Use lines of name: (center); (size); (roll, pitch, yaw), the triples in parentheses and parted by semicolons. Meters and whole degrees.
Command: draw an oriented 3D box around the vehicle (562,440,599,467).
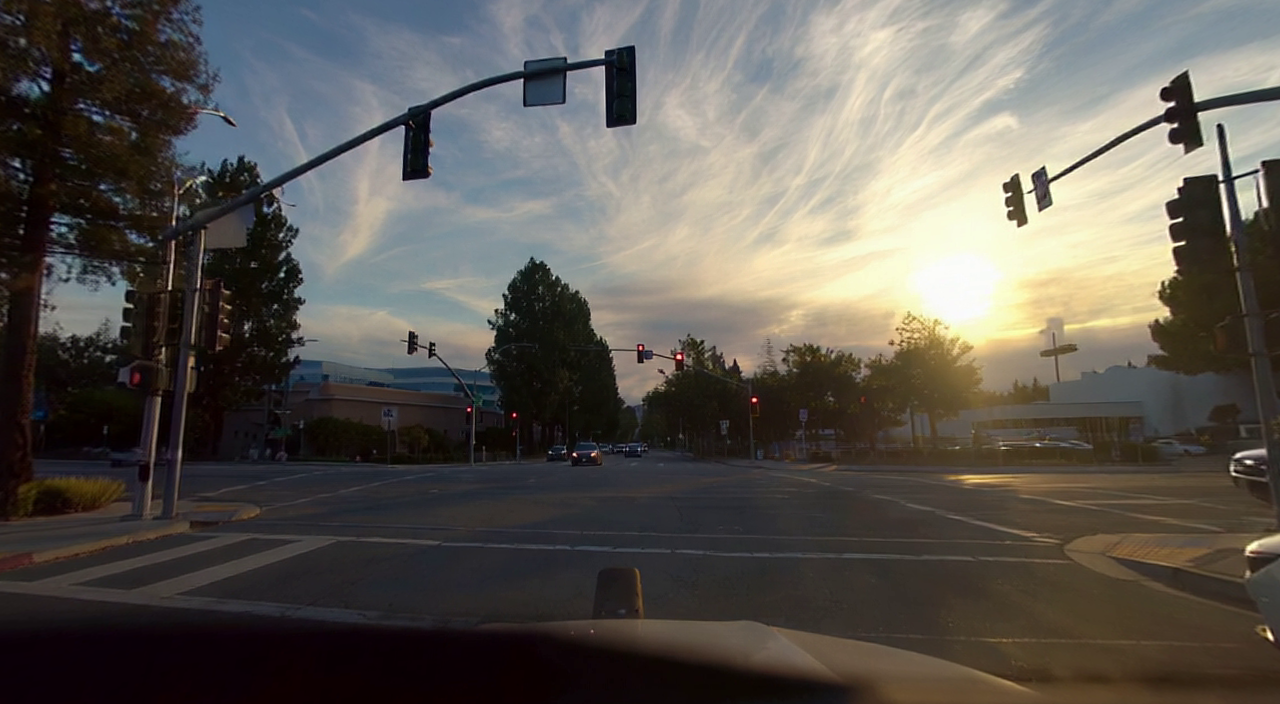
vehicle: (-4.110, 7.103, 44.264); (2.251, 1.756, 4.610); (0, -9, -1)

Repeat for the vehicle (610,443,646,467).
vehicle: (-0.867, 6.846, 42.099); (2.056, 1.492, 3.937); (1, -9, -6)

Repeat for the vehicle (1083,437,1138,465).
vehicle: (26.965, 5.655, 36.147); (2.092, 1.474, 4.046); (-8, -11, 41)

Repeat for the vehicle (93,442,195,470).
vehicle: (-27.760, 5.828, 35.410); (4.588, 1.484, 2.000); (-3, -9, 15)
